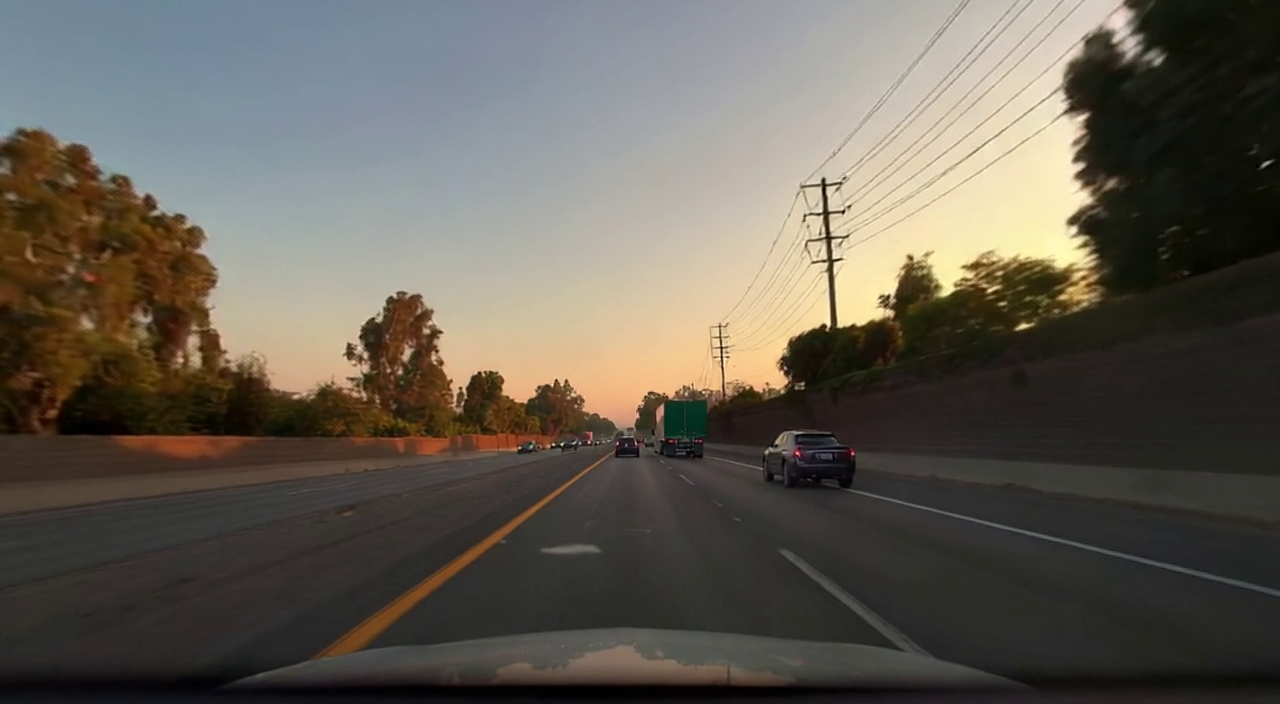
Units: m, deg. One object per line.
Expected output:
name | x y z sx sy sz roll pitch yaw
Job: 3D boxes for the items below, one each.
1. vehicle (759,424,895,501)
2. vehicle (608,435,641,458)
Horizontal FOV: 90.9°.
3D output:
vehicle | 4.241 2.548 15.016 1.930 1.573 3.853 0 -8 -2
vehicle | -1.019 6.354 42.490 2.163 1.466 3.693 0 -8 -1
